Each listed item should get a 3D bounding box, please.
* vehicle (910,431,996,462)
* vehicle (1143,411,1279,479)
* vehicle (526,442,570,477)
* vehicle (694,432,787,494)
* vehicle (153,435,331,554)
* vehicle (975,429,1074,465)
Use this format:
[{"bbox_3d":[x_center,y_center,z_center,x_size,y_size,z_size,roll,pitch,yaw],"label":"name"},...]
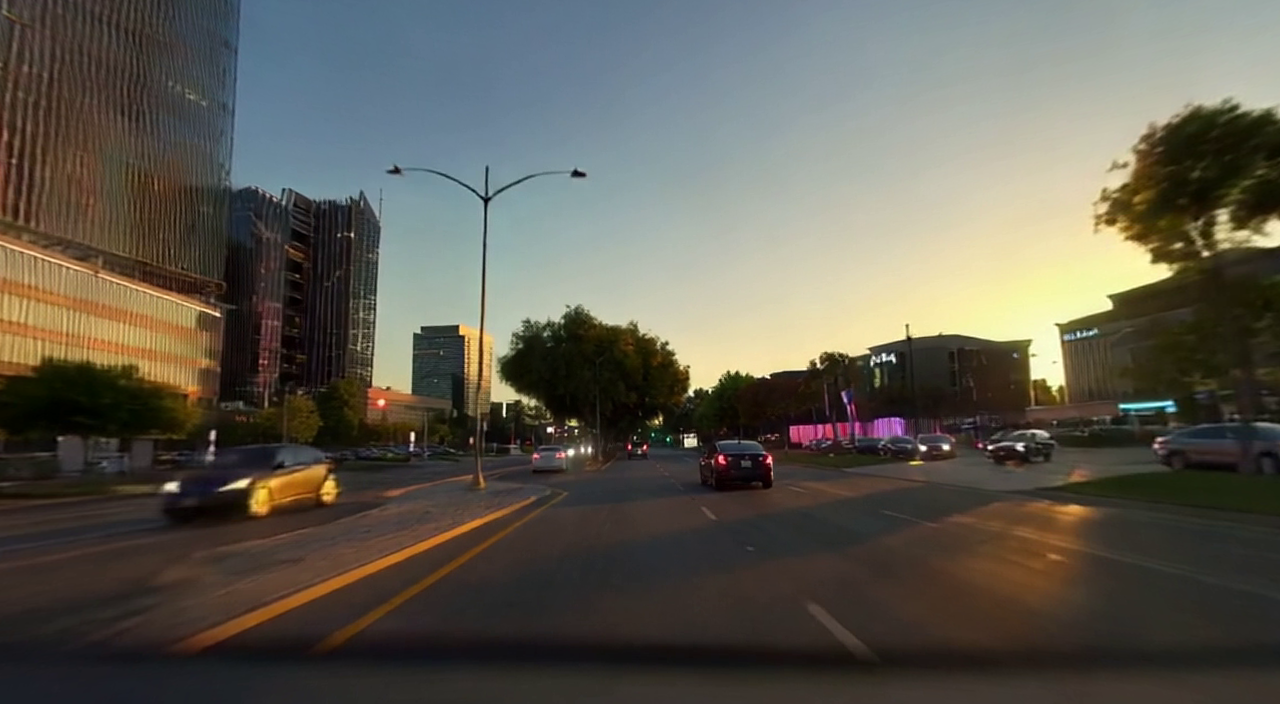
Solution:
[{"bbox_3d":[18.090,5.469,36.551,4.446,1.692,2.184,4,-10,-28],"label":"vehicle"},{"bbox_3d":[17.033,2.532,17.187,2.280,1.699,5.098,1,-9,-4],"label":"vehicle"},{"bbox_3d":[-4.292,5.028,29.669,1.905,1.471,4.302,-1,-9,-8],"label":"vehicle"},{"bbox_3d":[2.916,3.332,19.330,1.963,1.677,4.229,0,-9,-2],"label":"vehicle"},{"bbox_3d":[-6.902,2.244,10.770,2.053,1.555,4.296,6,-11,-36],"label":"vehicle"},{"bbox_3d":[18.806,4.639,30.868,4.524,1.653,2.109,5,-10,-30],"label":"vehicle"}]
